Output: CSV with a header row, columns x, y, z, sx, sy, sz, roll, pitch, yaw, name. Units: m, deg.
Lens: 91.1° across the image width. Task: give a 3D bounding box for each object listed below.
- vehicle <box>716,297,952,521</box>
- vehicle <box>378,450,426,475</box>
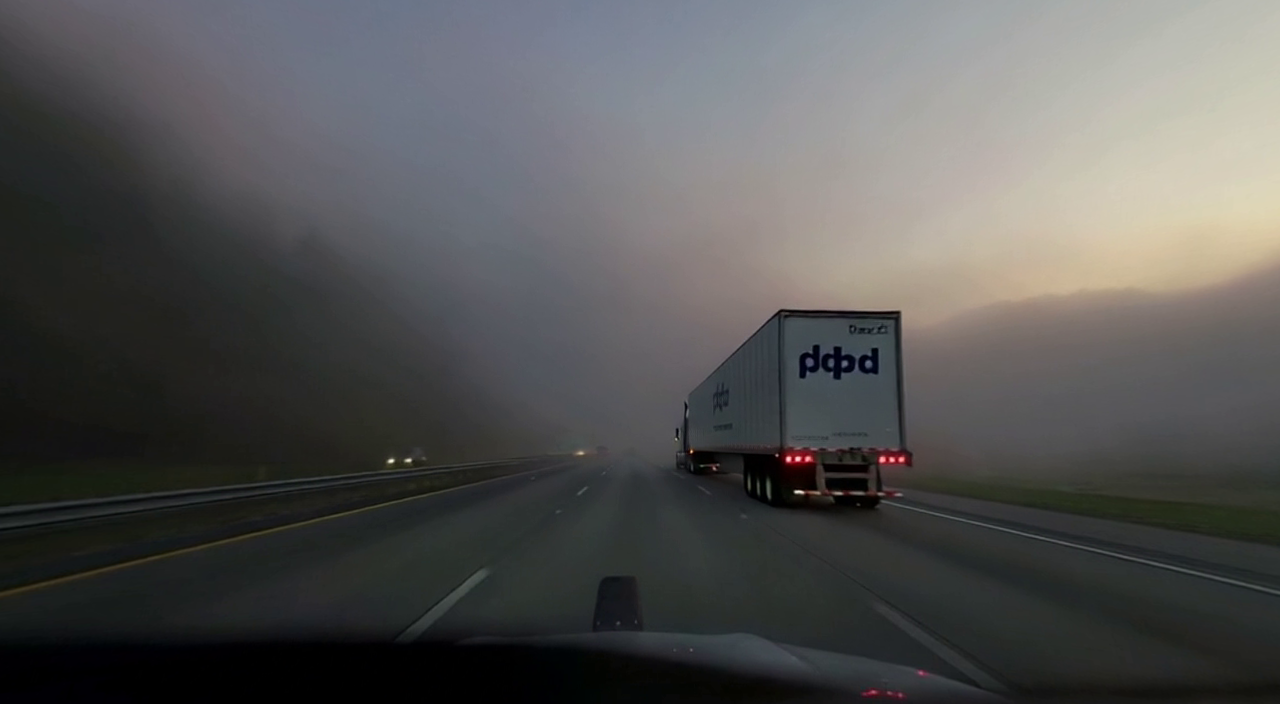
x,y,z,sx,sy,sz,roll,pitch,yaw,name
3.869,1.586,15.190,2.856,3.933,8.334,0,-9,-1,vehicle
-17.856,8.293,47.308,1.943,1.722,4.473,0,-9,-1,vehicle
